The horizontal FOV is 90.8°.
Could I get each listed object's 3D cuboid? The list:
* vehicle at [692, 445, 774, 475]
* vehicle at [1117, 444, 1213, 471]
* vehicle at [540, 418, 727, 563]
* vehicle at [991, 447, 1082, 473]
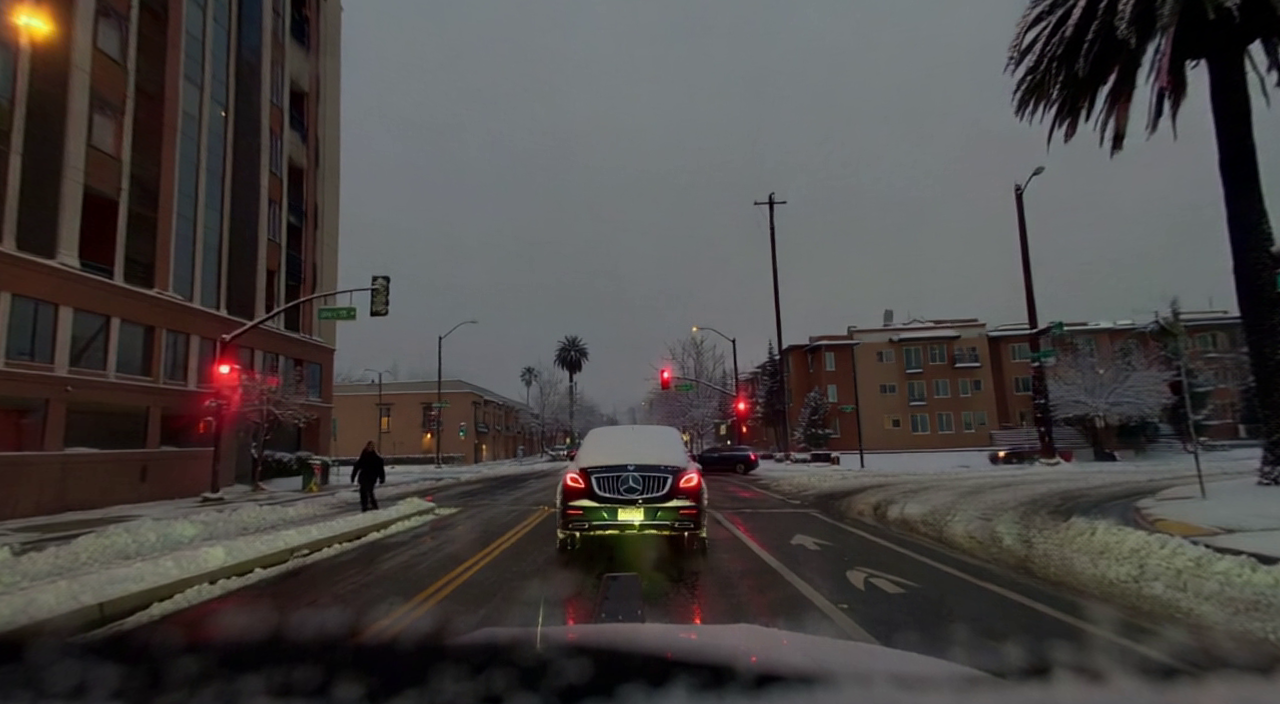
[{"bbox_3d":[5.775,6.735,39.606,4.649,1.760,2.029,-8,-11,41],"label":"vehicle"},{"bbox_3d":[32.171,6.465,38.763,4.234,1.613,1.812,0,-8,-1],"label":"vehicle"},{"bbox_3d":[-0.080,1.878,9.232,2.144,1.643,3.770,0,-8,0],"label":"vehicle"},{"bbox_3d":[24.218,6.597,38.675,4.417,1.462,1.761,0,-8,-1],"label":"vehicle"}]
